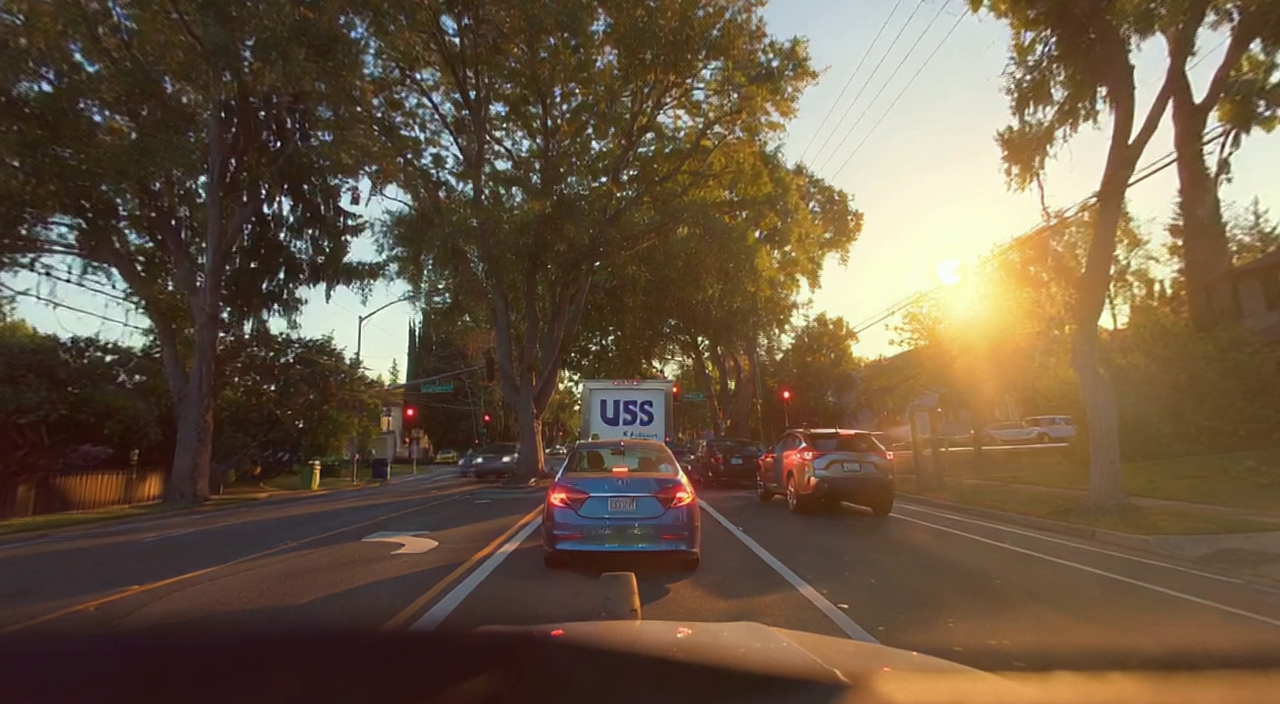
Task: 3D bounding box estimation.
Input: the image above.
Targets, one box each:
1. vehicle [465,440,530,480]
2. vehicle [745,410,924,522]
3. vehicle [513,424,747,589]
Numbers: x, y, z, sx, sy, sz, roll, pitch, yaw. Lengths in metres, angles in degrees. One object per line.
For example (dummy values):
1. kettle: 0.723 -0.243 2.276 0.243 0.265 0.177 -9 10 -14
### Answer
1. vehicle: -6.355 4.865 28.680 1.962 1.640 4.161 0 -8 0
2. vehicle: 3.605 2.229 12.807 2.145 1.847 4.524 0 -8 -1
3. vehicle: -0.147 1.721 7.934 2.135 1.483 4.207 0 -8 -2
